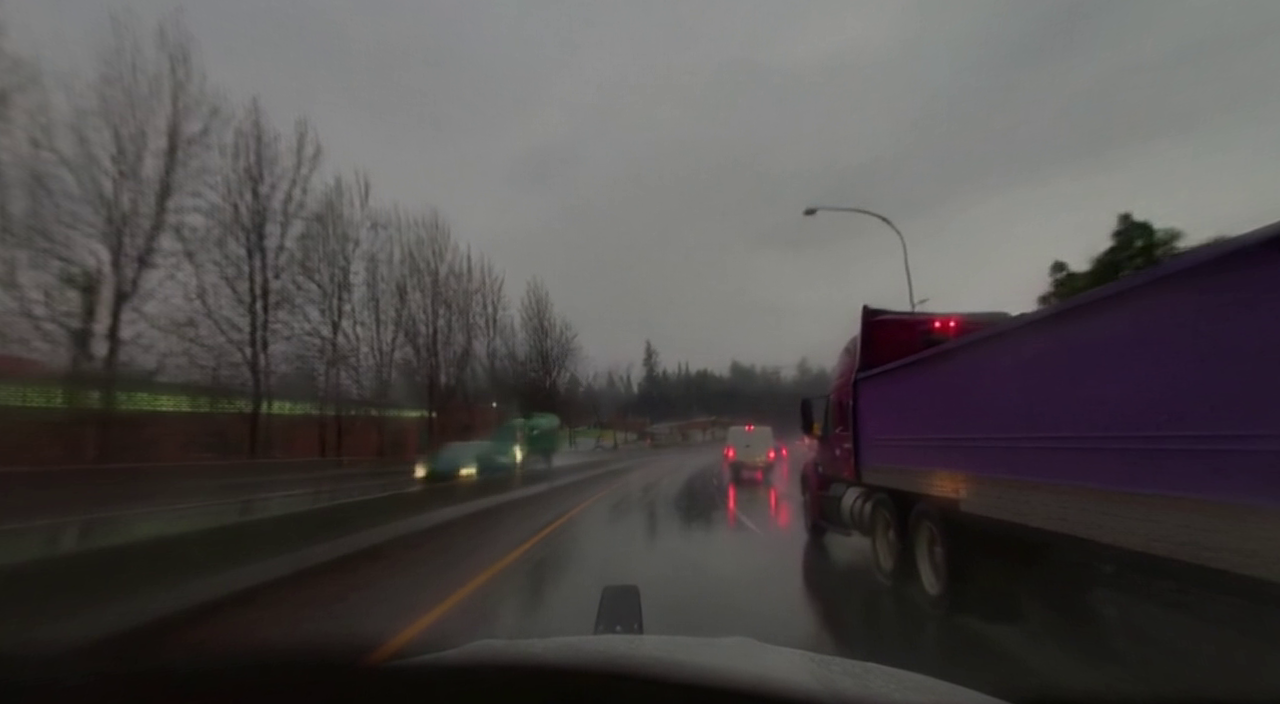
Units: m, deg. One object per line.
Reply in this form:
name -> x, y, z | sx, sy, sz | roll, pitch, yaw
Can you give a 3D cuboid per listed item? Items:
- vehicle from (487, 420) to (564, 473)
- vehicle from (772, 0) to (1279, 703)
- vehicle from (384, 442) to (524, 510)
vehicle -> -6.453, 5.510, 36.387 | 2.492, 2.808, 5.904 | -2, -9, 10
vehicle -> 3.926, 0.649, 4.622 | 2.916, 3.563, 14.462 | 0, -9, 1
vehicle -> -4.708, 3.206, 16.677 | 2.054, 1.525, 4.441 | -1, -9, 5
